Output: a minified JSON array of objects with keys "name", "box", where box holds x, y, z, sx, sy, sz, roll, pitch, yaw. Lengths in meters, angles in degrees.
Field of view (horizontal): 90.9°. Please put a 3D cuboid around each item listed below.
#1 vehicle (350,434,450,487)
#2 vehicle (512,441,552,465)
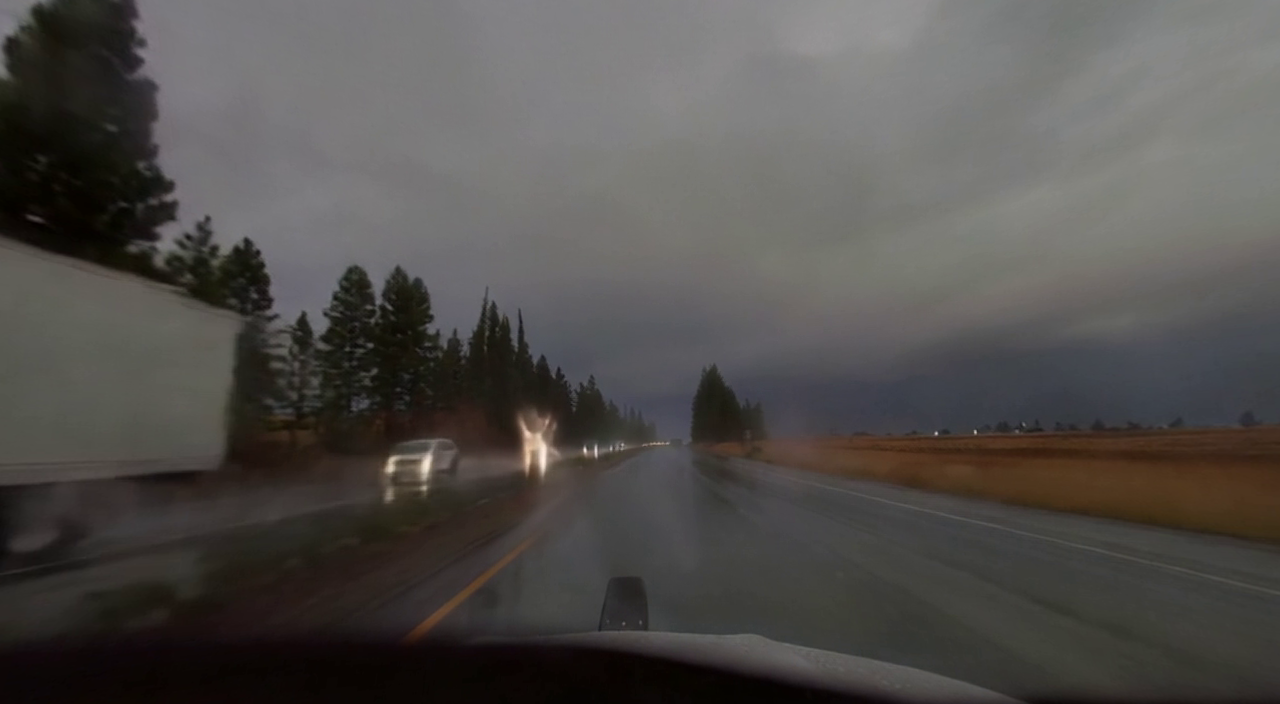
[{"name":"vehicle","box":[-9.273,4.204,24.838,2.034,1.864,4.688,0,-8,1]},{"name":"vehicle","box":[-8.167,7.654,47.922,2.113,1.697,4.718,0,-8,1]}]
